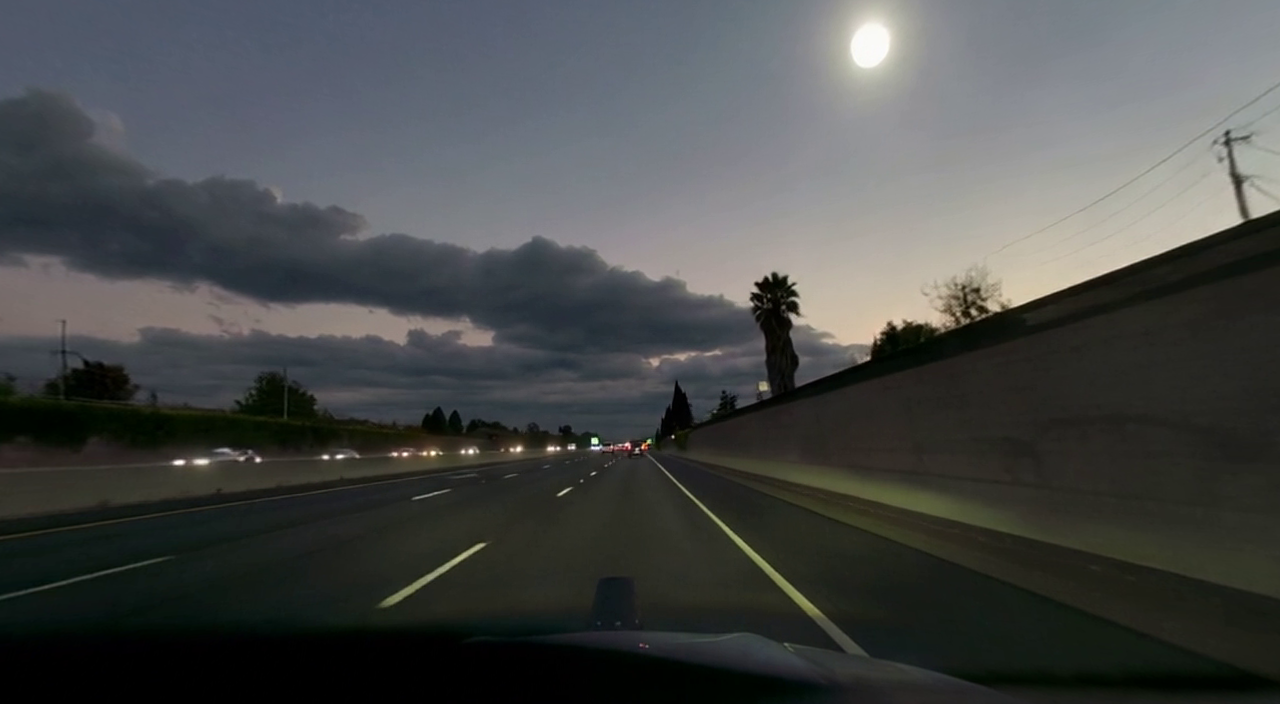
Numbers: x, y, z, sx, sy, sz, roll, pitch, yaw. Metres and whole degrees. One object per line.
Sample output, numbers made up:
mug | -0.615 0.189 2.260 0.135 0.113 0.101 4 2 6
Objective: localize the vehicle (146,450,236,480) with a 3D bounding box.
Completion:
vehicle | -26.405 6.634 37.266 1.878 1.595 4.589 0 -9 0
